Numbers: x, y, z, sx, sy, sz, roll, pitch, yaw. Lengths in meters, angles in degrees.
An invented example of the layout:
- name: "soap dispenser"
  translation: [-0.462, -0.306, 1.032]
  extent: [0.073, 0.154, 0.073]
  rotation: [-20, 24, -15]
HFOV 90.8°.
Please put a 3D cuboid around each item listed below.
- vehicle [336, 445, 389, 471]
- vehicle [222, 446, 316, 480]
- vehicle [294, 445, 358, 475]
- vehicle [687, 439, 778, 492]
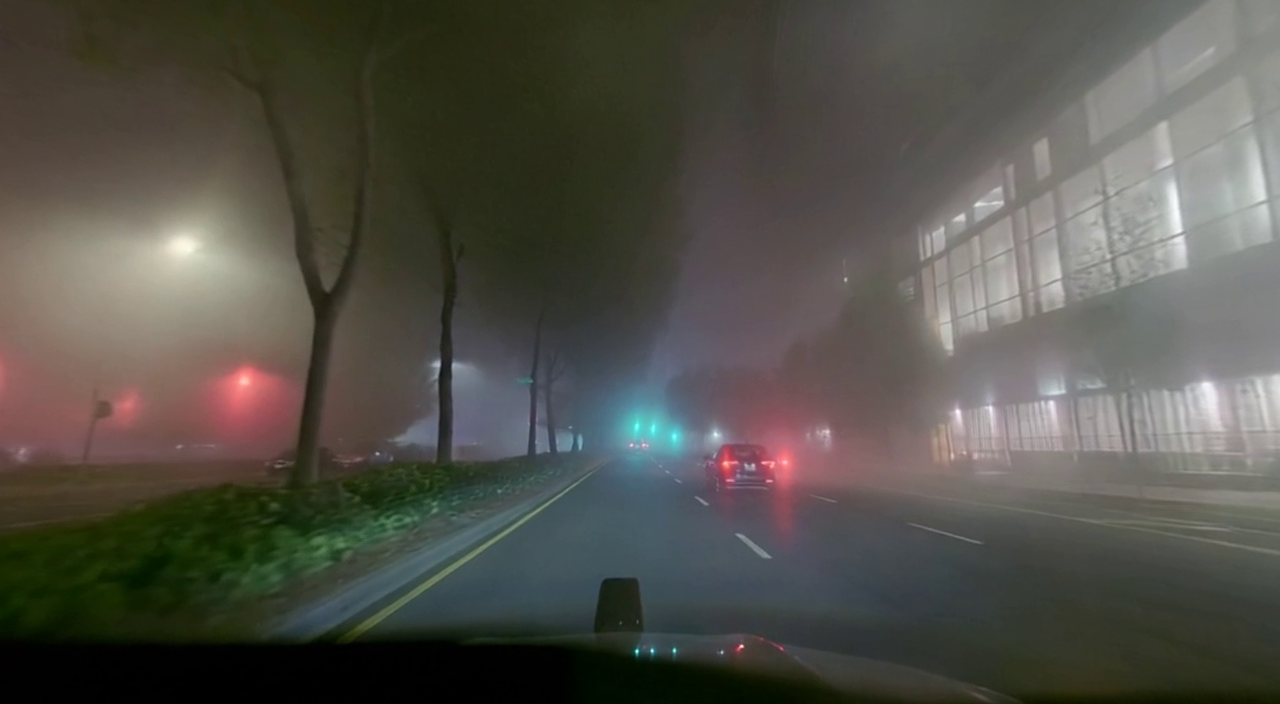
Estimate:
- name: "vehicle"
  translation: [-19.765, 7.557, 45.171]
  extent: [1.748, 1.729, 4.394]
  rotation: [0, -8, 0]
- name: "vehicle"
  translation: [-19.627, 5.865, 33.735]
  extent: [1.977, 1.687, 4.909]
  rotation: [0, -8, 1]
- name: "vehicle"
  translation: [-19.621, 6.726, 39.690]
  extent: [1.875, 1.734, 4.252]
  rotation: [0, -8, -1]
- name: "vehicle"
  translation: [2.824, 3.583, 20.311]
  extent: [2.131, 1.491, 4.496]
  rotation: [0, -8, -1]
